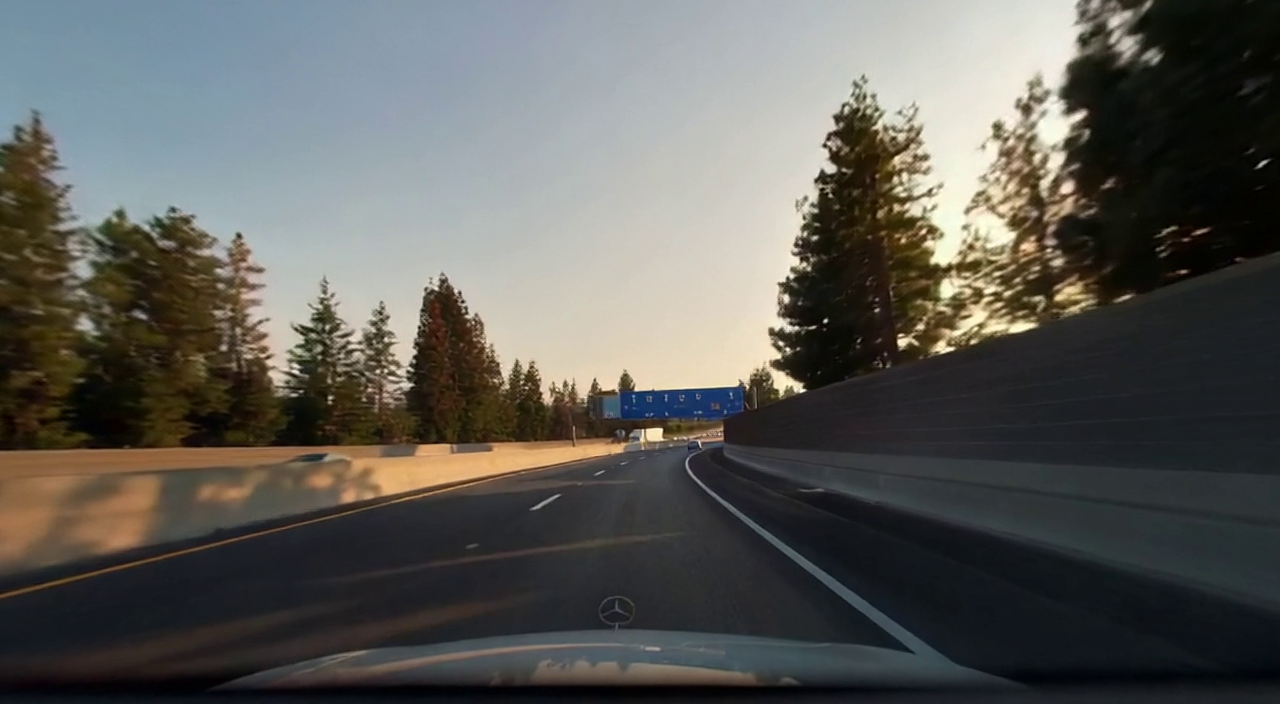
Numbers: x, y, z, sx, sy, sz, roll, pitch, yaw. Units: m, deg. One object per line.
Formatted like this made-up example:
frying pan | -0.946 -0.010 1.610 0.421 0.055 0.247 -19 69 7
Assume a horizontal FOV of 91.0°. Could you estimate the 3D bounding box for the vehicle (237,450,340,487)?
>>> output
vehicle | -16.130 5.342 29.197 2.046 1.468 4.523 -1 -8 2
